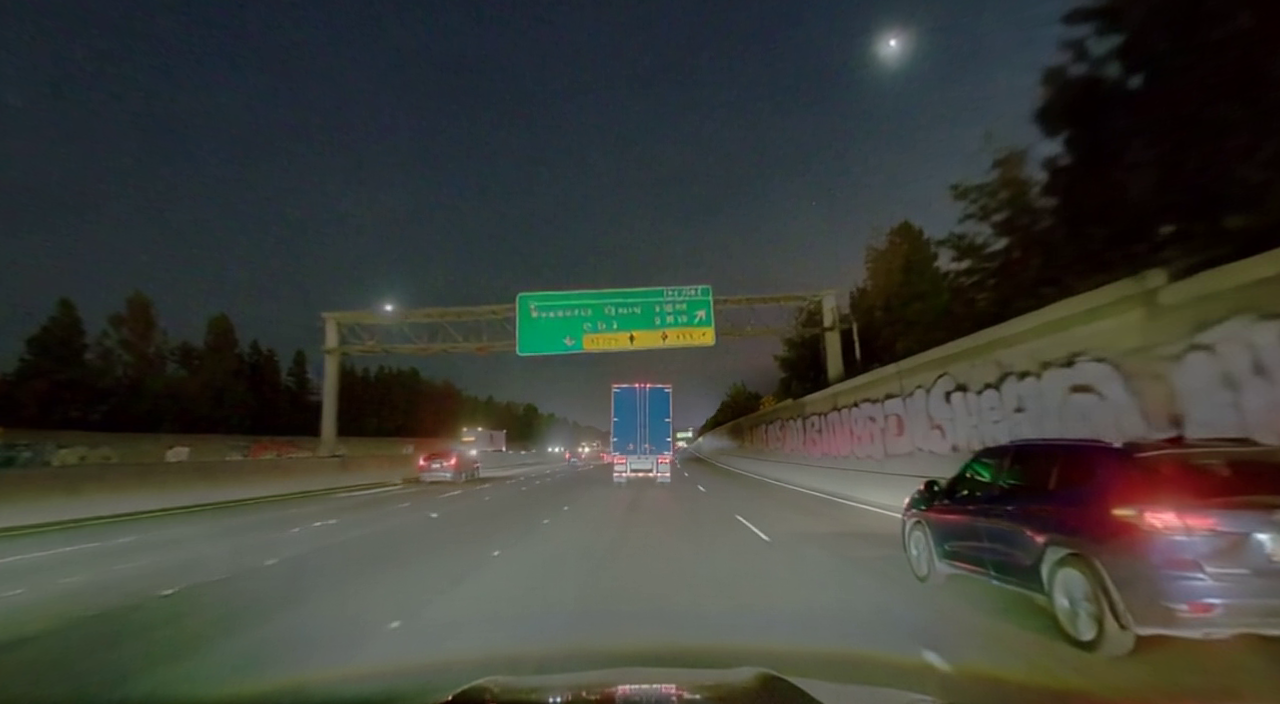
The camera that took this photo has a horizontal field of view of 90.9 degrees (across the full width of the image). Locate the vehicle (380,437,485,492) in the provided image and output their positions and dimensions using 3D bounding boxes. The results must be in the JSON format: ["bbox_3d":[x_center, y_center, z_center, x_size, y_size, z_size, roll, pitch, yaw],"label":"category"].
[{"bbox_3d":[-6.661,3.651,20.750,2.005,1.607,4.042,0,-9,1],"label":"vehicle"}]

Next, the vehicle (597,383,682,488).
[{"bbox_3d":[-0.023,3.659,26.868,2.915,3.661,9.741,0,-9,0],"label":"vehicle"}]

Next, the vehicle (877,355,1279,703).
[{"bbox_3d":[3.792,1.189,4.816,2.205,1.689,4.403,0,-9,0],"label":"vehicle"}]

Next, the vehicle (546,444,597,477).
[{"bbox_3d":[-3.343,5.416,31.667,2.020,1.505,4.171,0,-9,1],"label":"vehicle"}]
